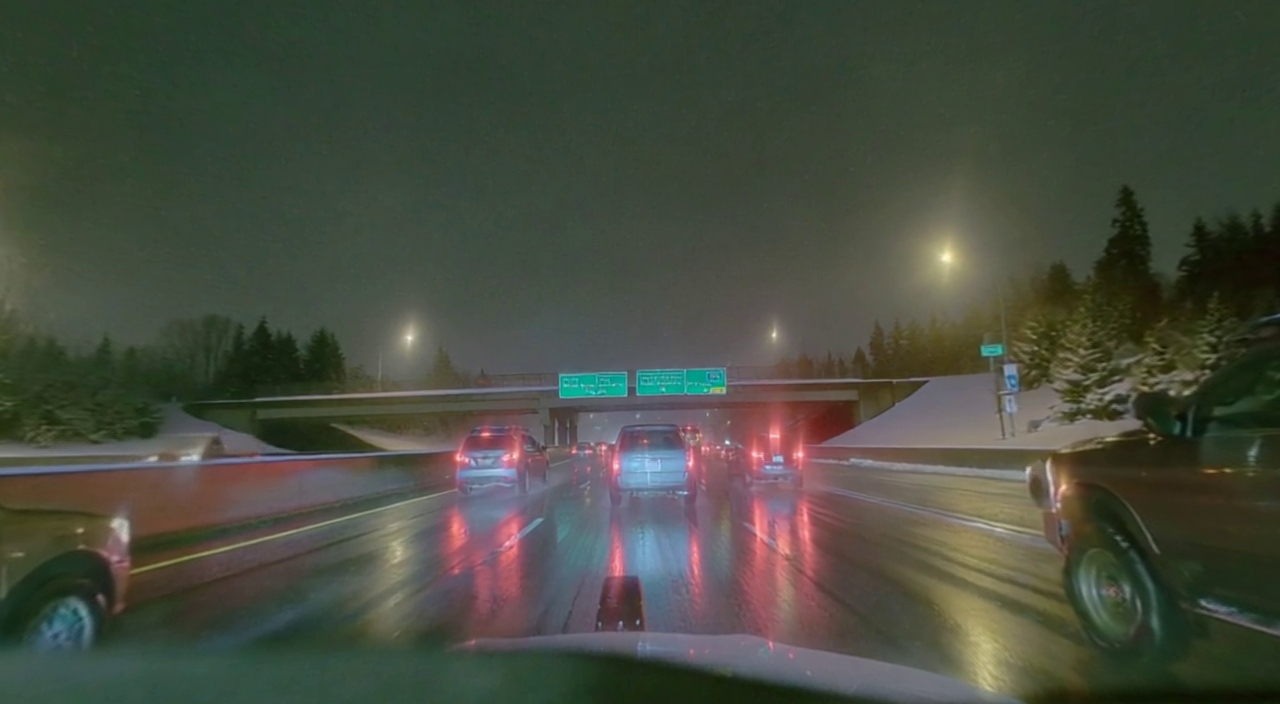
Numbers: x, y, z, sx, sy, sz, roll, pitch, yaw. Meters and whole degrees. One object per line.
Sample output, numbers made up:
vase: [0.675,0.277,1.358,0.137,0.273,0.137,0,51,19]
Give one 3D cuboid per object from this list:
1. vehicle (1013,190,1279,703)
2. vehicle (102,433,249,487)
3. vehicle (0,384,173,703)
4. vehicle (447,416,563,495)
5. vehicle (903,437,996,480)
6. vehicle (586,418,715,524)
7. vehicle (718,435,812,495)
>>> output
vehicle: [3.548,0.367,1.313,2.300,2.242,5.327,0,-9,1]
vehicle: [-18.416,4.292,25.346,2.090,1.916,4.843,0,-8,1]
vehicle: [-3.749,0.706,1.197,2.014,1.579,4.761,0,-9,1]
vehicle: [-4.055,3.259,20.178,2.212,2.101,6.052,0,-9,1]
vehicle: [13.856,4.782,28.513,2.085,1.754,4.466,0,-9,3]
vehicle: [0.219,2.337,12.850,2.181,1.756,4.167,0,-9,1]
vehicle: [3.719,3.458,19.687,2.022,1.633,4.651,0,-8,0]
